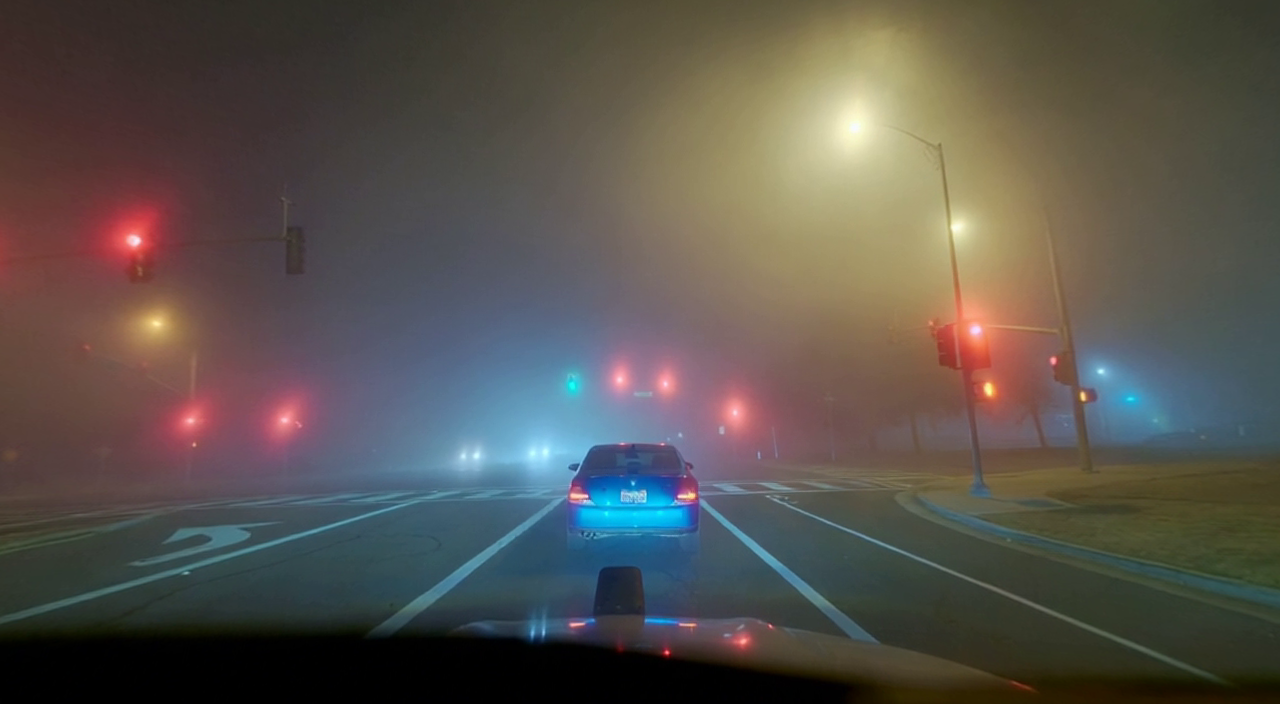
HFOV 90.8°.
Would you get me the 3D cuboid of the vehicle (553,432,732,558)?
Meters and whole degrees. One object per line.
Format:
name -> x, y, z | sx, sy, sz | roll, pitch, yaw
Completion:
vehicle -> 0.001, 1.993, 9.508 | 2.107, 1.470, 3.974 | 0, -9, -1
